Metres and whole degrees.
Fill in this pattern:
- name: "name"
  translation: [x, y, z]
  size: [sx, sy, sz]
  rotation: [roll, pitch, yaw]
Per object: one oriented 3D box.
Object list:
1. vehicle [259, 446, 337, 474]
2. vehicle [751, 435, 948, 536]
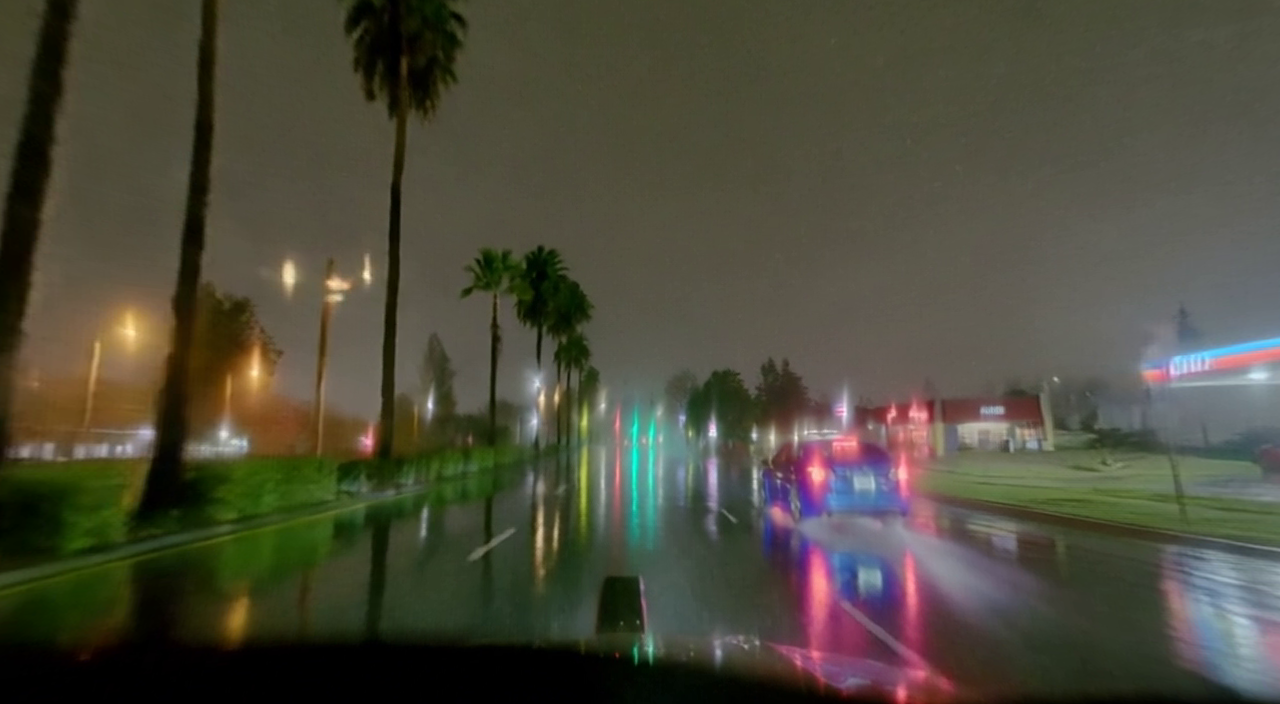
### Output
- name: "vehicle"
  translation: [-19.678, 6.190, 36.582]
  size: [1.892, 1.481, 4.694]
  rotation: [0, -8, 0]
- name: "vehicle"
  translation: [3.398, 2.222, 11.272]
  size: [1.978, 1.442, 4.262]
  rotation: [0, -8, -1]
